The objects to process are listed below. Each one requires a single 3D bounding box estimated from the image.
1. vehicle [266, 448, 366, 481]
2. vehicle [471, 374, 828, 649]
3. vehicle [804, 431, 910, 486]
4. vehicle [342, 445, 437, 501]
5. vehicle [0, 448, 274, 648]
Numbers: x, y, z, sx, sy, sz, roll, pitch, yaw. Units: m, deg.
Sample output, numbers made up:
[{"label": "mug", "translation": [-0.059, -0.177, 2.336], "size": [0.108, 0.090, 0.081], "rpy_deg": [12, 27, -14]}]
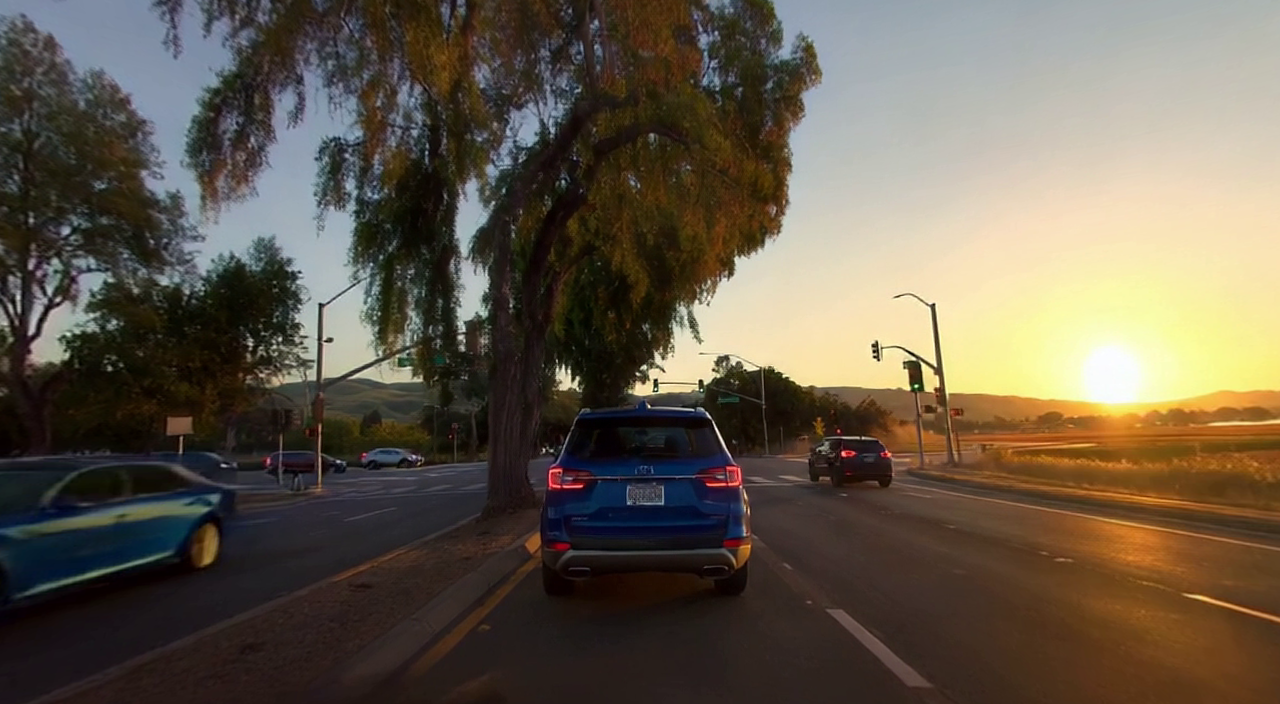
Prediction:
[{"label": "vehicle", "translation": [-17.547, 6.066, 34.190], "size": [4.608, 1.680, 2.026], "rpy_deg": [-3, -9, 16]}, {"label": "vehicle", "translation": [0.049, 1.330, 6.225], "size": [2.298, 1.770, 4.138], "rpy_deg": [0, -8, 0]}, {"label": "vehicle", "translation": [7.105, 3.528, 21.212], "size": [2.012, 1.636, 4.352], "rpy_deg": [0, -8, 0]}, {"label": "vehicle", "translation": [-8.224, 3.955, 21.177], "size": [2.192, 1.606, 4.510], "rpy_deg": [2, -8, -12]}, {"label": "vehicle", "translation": [-6.114, 1.700, 6.119], "size": [2.425, 1.480, 4.707], "rpy_deg": [0, -8, -2]}]
